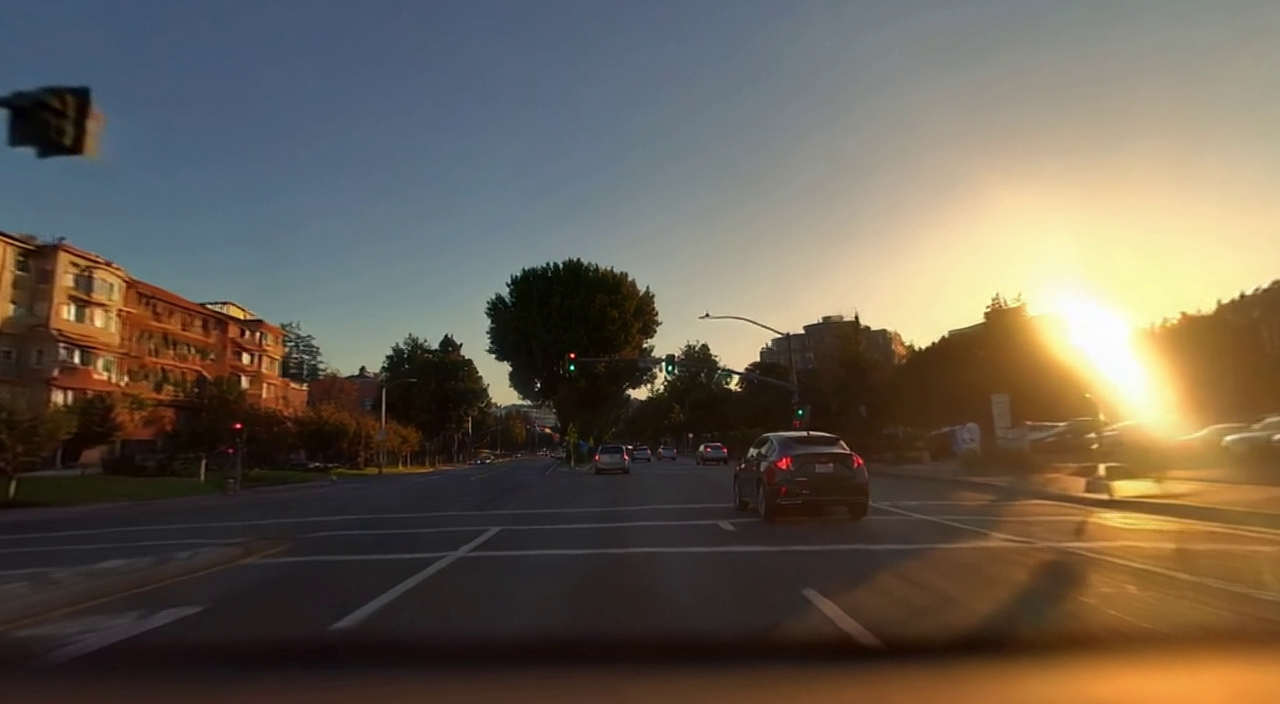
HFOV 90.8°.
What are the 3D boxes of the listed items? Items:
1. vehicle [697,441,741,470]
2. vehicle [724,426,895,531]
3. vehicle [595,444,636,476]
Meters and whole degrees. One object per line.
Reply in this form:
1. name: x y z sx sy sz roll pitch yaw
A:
1. vehicle: 5.401 7.181 44.027 2.052 1.886 5.297 0 -9 -4
2. vehicle: 3.045 2.400 12.554 1.893 1.664 4.670 0 -9 -3
3. vehicle: -1.345 5.887 34.621 2.101 1.641 4.341 0 -9 -2
